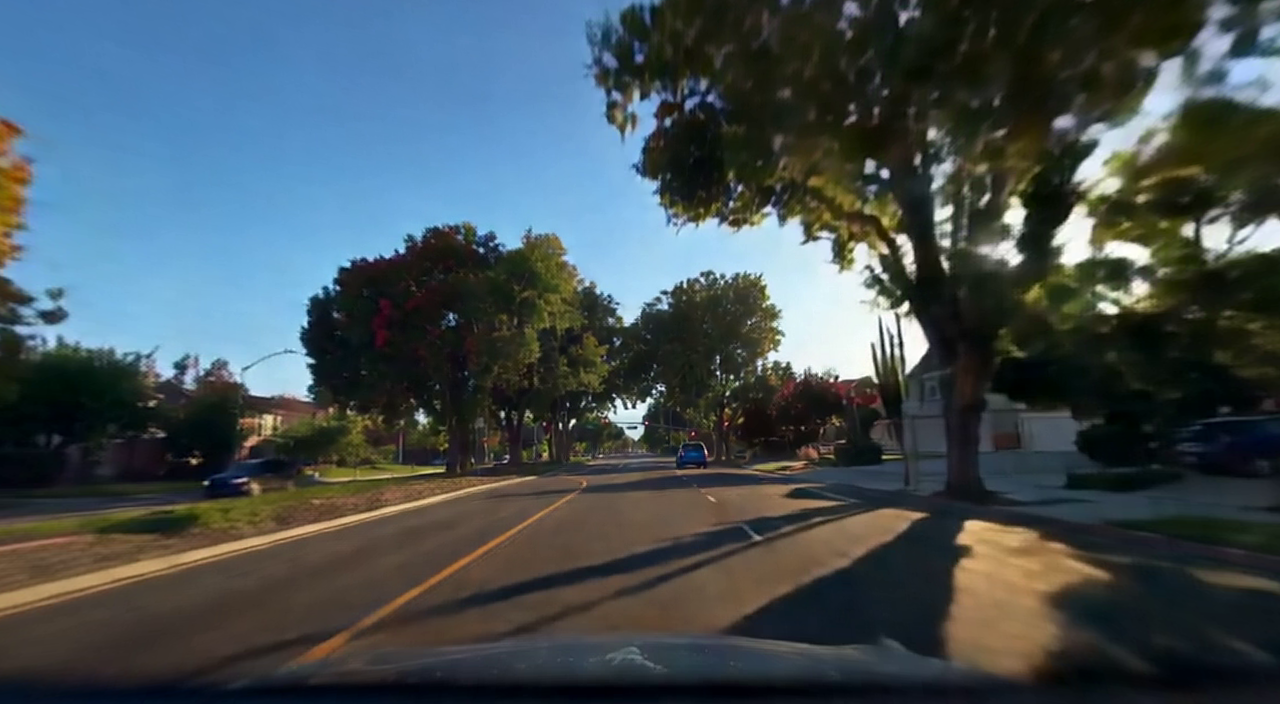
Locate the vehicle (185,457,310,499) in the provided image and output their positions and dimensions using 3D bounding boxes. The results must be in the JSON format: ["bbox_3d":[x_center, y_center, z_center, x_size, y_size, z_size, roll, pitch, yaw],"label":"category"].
[{"bbox_3d":[-16.171,5.184,26.410,2.185,1.468,4.735,0,-9,0],"label":"vehicle"}]

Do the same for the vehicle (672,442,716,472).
[{"bbox_3d":[3.369,6.710,40.703,2.229,1.795,4.927,0,-9,-2],"label":"vehicle"}]
